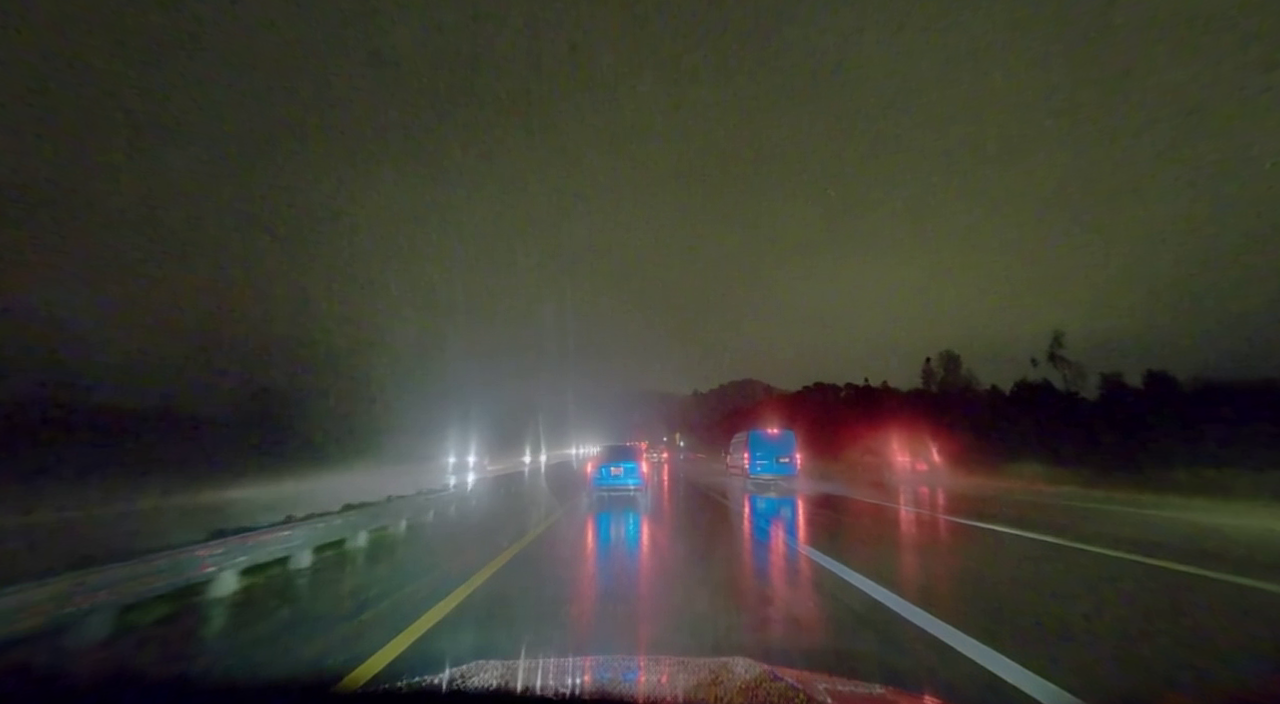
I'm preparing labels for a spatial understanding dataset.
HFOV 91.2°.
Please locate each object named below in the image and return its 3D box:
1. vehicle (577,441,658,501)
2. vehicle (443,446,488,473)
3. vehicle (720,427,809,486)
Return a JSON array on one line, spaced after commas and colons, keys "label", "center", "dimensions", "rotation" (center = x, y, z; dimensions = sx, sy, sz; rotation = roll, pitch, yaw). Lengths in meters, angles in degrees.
[{"label": "vehicle", "center": [-0.572, 3.278, 17.671], "dimensions": [2.029, 1.483, 3.769], "rotation": [0, -9, 0]}, {"label": "vehicle", "center": [-12.563, 7.775, 45.493], "dimensions": [1.979, 1.807, 4.353], "rotation": [0, -9, 0]}, {"label": "vehicle", "center": [4.509, 3.892, 23.567], "dimensions": [2.261, 1.952, 4.784], "rotation": [0, -9, -1]}]
